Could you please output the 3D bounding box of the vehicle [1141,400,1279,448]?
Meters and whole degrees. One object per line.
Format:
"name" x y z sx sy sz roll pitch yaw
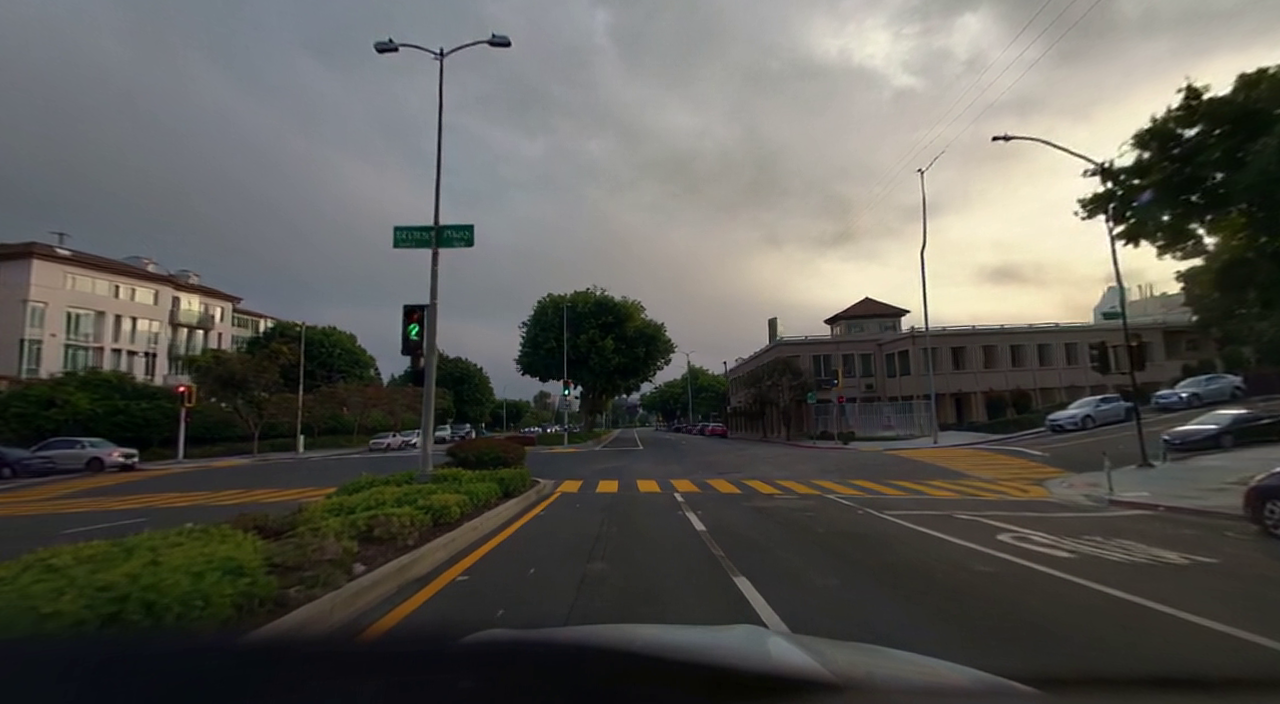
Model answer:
"vehicle" 19.678 2.419 21.041 4.341 1.481 1.837 0 -9 -1

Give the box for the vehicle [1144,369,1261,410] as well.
"vehicle" 27.903 1.851 31.438 3.978 1.843 1.874 -2 -2 1

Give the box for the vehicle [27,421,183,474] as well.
"vehicle" -25.797 4.618 30.635 5.319 2.388 2.288 0 -9 -1

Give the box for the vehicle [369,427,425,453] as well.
"vehicle" -18.562 6.762 48.520 2.225 1.871 5.189 0 -9 -1

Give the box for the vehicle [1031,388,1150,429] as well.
"vehicle" 22.164 2.765 31.190 4.531 1.753 1.964 -2 -2 -5
